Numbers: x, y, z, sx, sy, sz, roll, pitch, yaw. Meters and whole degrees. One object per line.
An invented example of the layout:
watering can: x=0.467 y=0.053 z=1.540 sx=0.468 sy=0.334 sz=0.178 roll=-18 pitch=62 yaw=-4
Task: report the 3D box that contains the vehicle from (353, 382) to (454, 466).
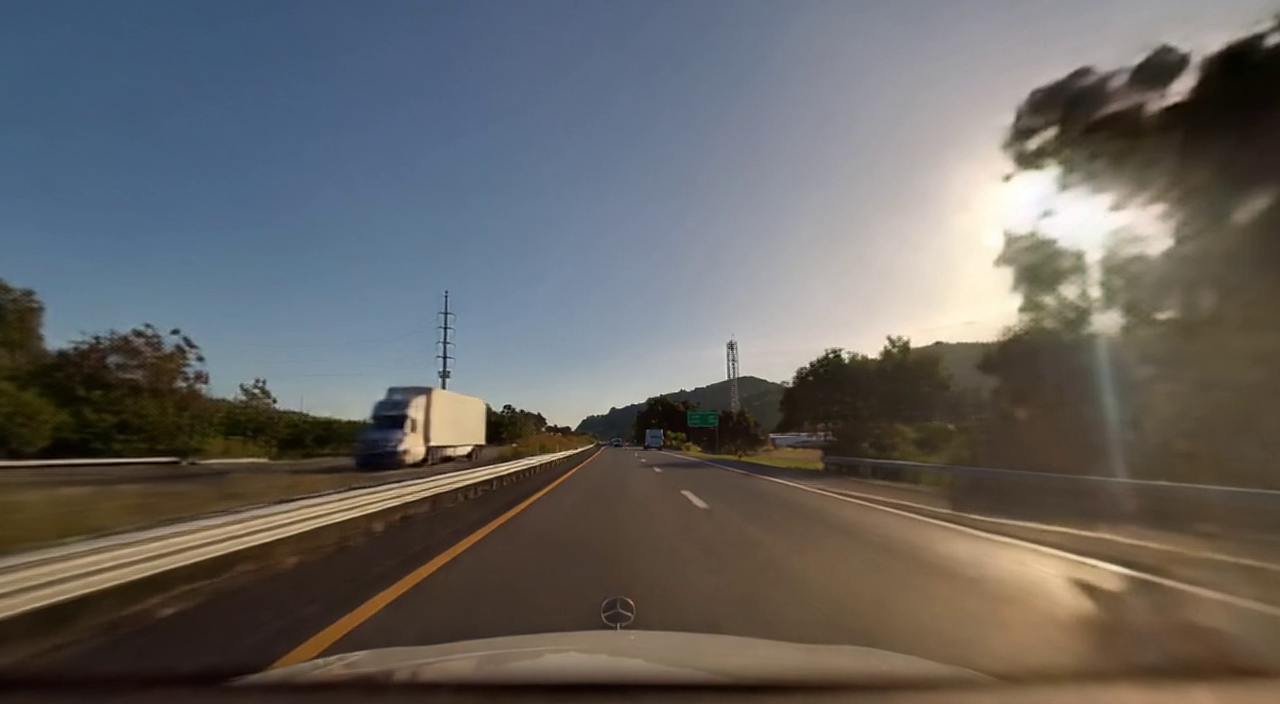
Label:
vehicle: x=-12.059 y=3.795 z=32.763 sx=3.046 sy=3.958 sz=5.794 roll=0 pitch=-8 yaw=-2
